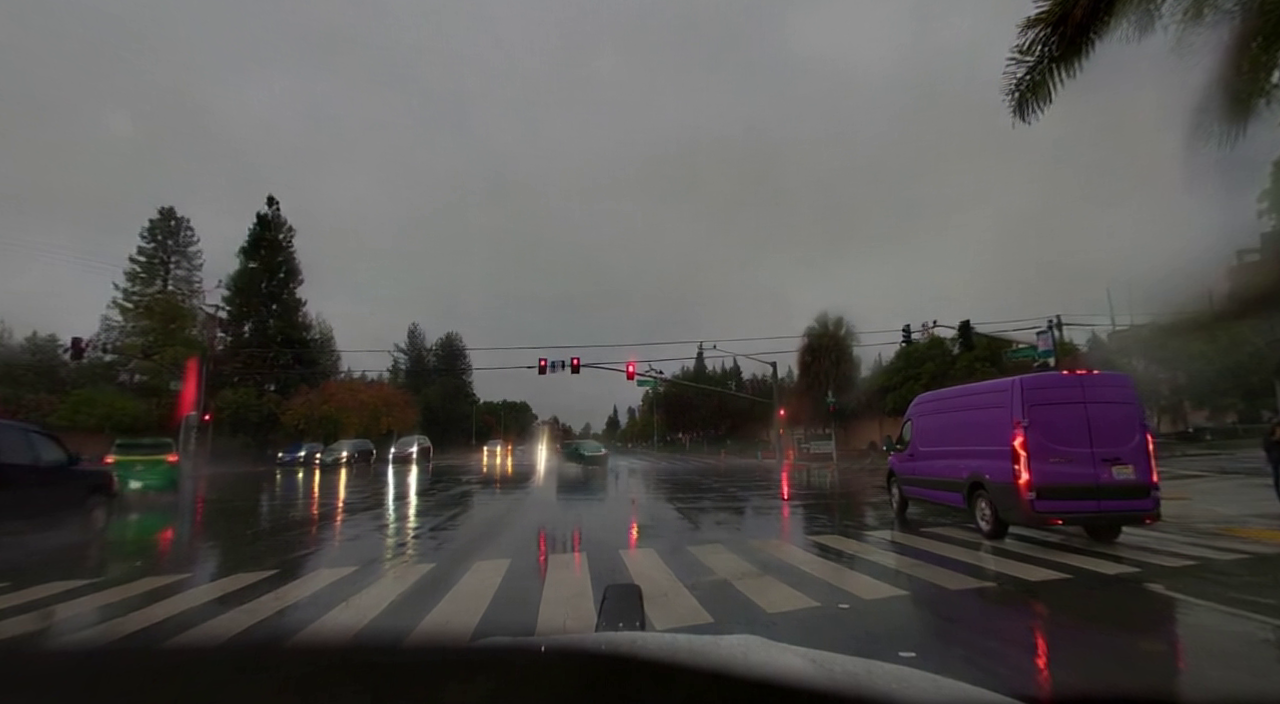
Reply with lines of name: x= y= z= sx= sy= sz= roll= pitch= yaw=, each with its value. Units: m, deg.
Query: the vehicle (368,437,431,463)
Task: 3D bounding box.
vehicle: x=-17.388 y=7.148 z=46.005 sx=2.189 sy=1.753 sz=4.785 roll=-1 pitch=-9 yaw=8

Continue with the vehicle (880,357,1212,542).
vehicle: x=6.553 y=1.715 z=11.343 sx=2.332 sy=2.511 sz=5.326 roll=0 pitch=-9 yaw=0

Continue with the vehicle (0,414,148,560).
vehicle: x=-8.457 y=1.595 z=7.539 sx=2.115 sy=1.653 sz=4.553 roll=1 pitch=-9 yaw=-11

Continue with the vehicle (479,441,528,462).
vehicle: x=-10.154 y=7.469 z=47.400 sx=2.097 sy=1.484 sz=4.596 roll=-1 pitch=-9 yaw=8

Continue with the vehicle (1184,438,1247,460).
vehicle: x=39.050 y=6.556 z=42.850 sx=4.010 sy=1.452 sz=1.800 roll=5 pitch=-10 yaw=-29

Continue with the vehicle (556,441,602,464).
vehicle: x=-4.003 y=6.501 z=41.024 sx=1.907 sy=1.409 sz=3.909 roll=3 pitch=-9 yaw=-21

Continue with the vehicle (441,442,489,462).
vehicle: x=-13.189 y=7.590 z=47.854 sx=1.845 sy=1.426 sz=4.289 roll=-1 pitch=-9 yaw=8

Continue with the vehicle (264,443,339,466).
vehicle: x=-21.841 y=6.644 z=40.998 sx=1.859 sy=1.415 sz=4.591 roll=-1 pitch=-9 yaw=8
